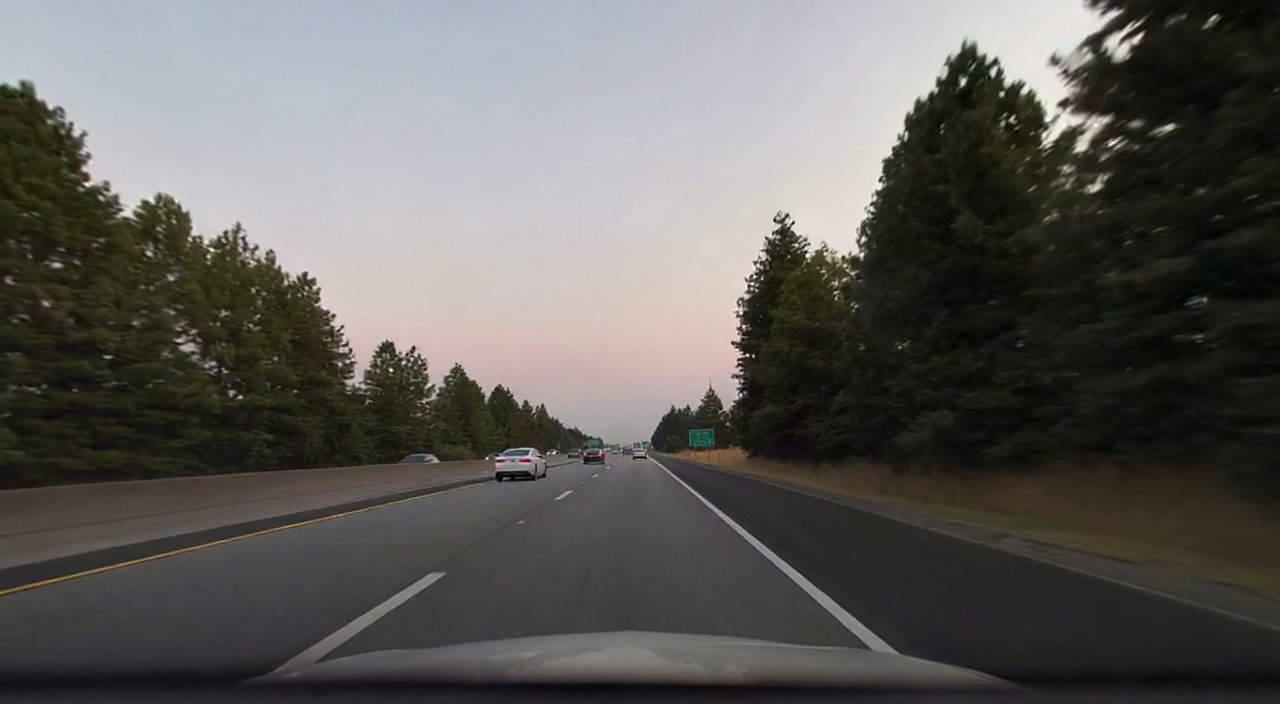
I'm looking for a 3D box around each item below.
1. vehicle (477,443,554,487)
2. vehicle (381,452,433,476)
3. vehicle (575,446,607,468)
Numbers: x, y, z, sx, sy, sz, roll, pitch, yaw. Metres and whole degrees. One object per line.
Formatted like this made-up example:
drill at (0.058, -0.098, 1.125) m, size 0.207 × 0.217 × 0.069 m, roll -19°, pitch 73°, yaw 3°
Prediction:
vehicle at (-4.604, 4.242, 24.012) m, size 1.975 × 1.501 × 4.603 m, roll 0°, pitch -9°, yaw 0°
vehicle at (-14.184, 6.809, 38.516) m, size 1.763 × 1.418 × 3.685 m, roll 0°, pitch -9°, yaw 0°
vehicle at (-3.454, 7.532, 45.150) m, size 2.005 × 1.474 × 3.921 m, roll 0°, pitch -9°, yaw 0°
